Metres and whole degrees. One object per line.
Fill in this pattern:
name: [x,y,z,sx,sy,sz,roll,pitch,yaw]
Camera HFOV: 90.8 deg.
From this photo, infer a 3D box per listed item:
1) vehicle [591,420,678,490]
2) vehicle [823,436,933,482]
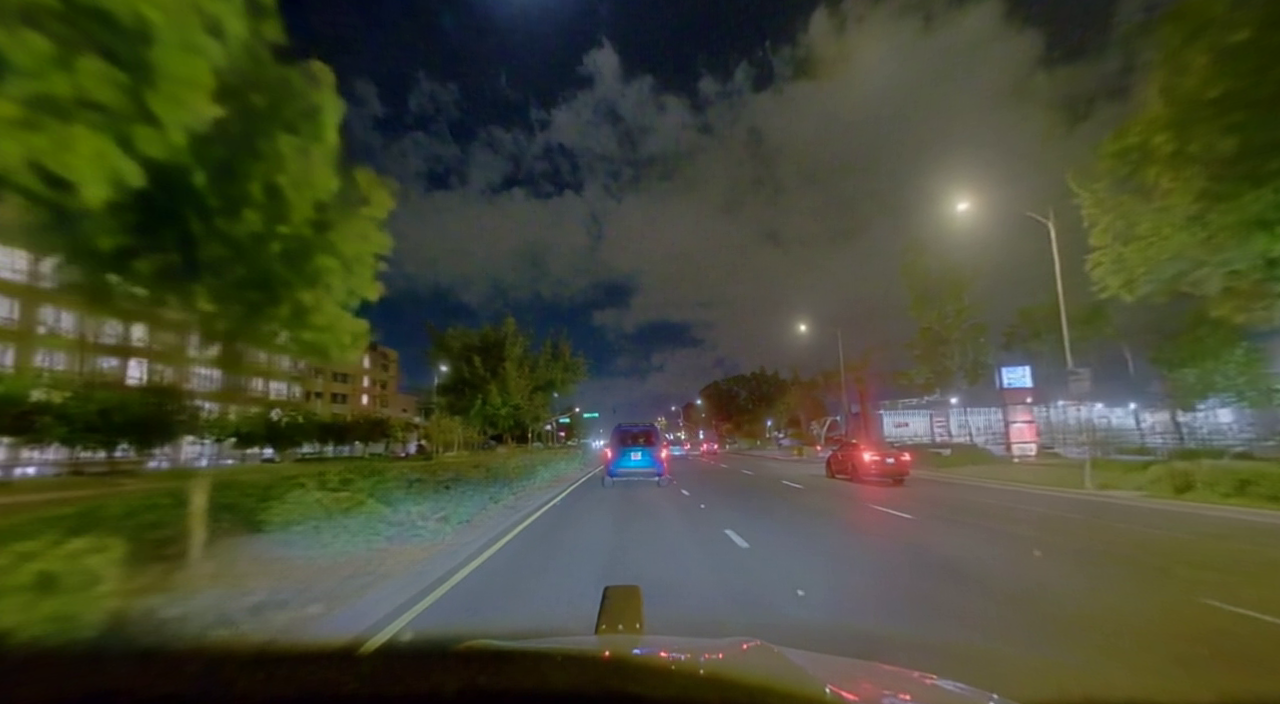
vehicle: [-0.175,3.016,18.659,2.277,1.816,4.192,0,-8,-1]
vehicle: [8.269,3.766,22.498,2.002,1.456,4.631,0,-9,-1]
